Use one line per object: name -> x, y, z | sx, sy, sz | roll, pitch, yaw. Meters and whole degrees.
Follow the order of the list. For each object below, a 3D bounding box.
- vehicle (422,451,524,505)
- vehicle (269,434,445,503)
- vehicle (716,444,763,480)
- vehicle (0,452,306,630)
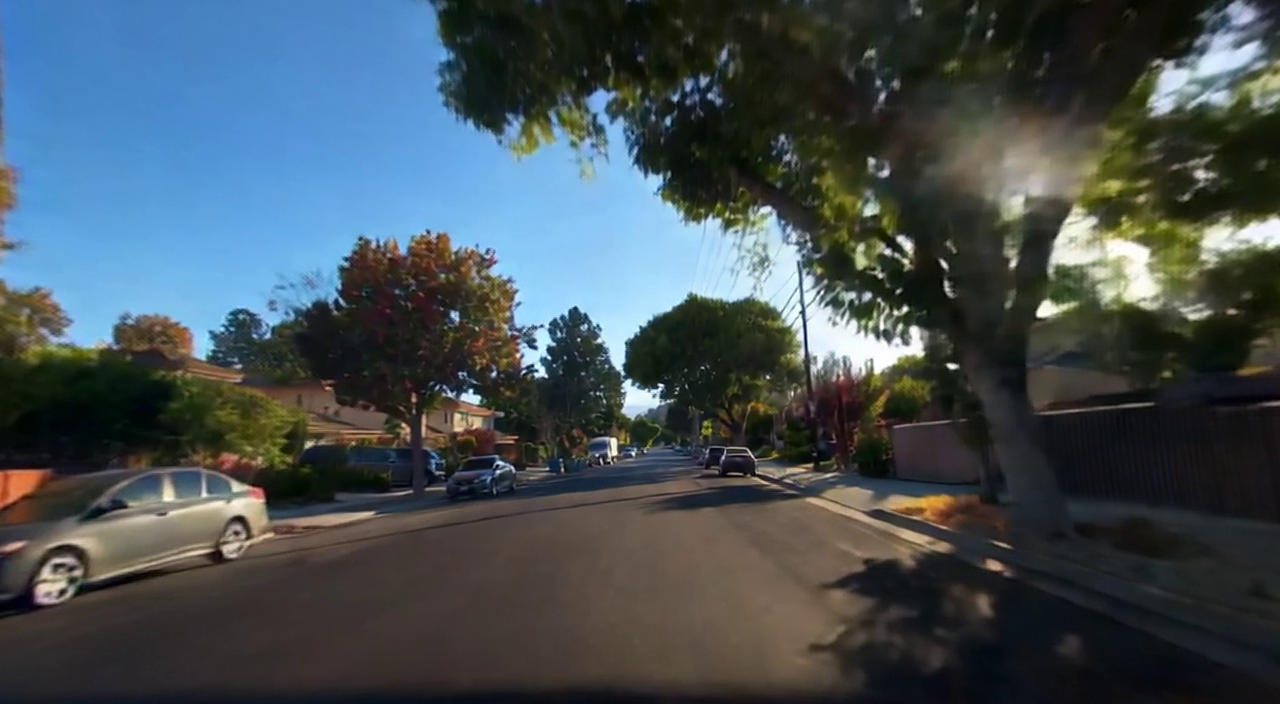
vehicle -> -5.875, 4.468, 22.883 | 2.062, 1.500, 4.629 | -4, -8, 5
vehicle -> -10.422, 4.312, 24.114 | 2.416, 2.211, 6.384 | -3, -9, 17
vehicle -> 4.543, 5.062, 29.378 | 1.903, 1.500, 4.057 | -1, -8, 5
vehicle -> -6.756, 2.201, 8.319 | 2.061, 1.466, 4.660 | -4, -7, 3
